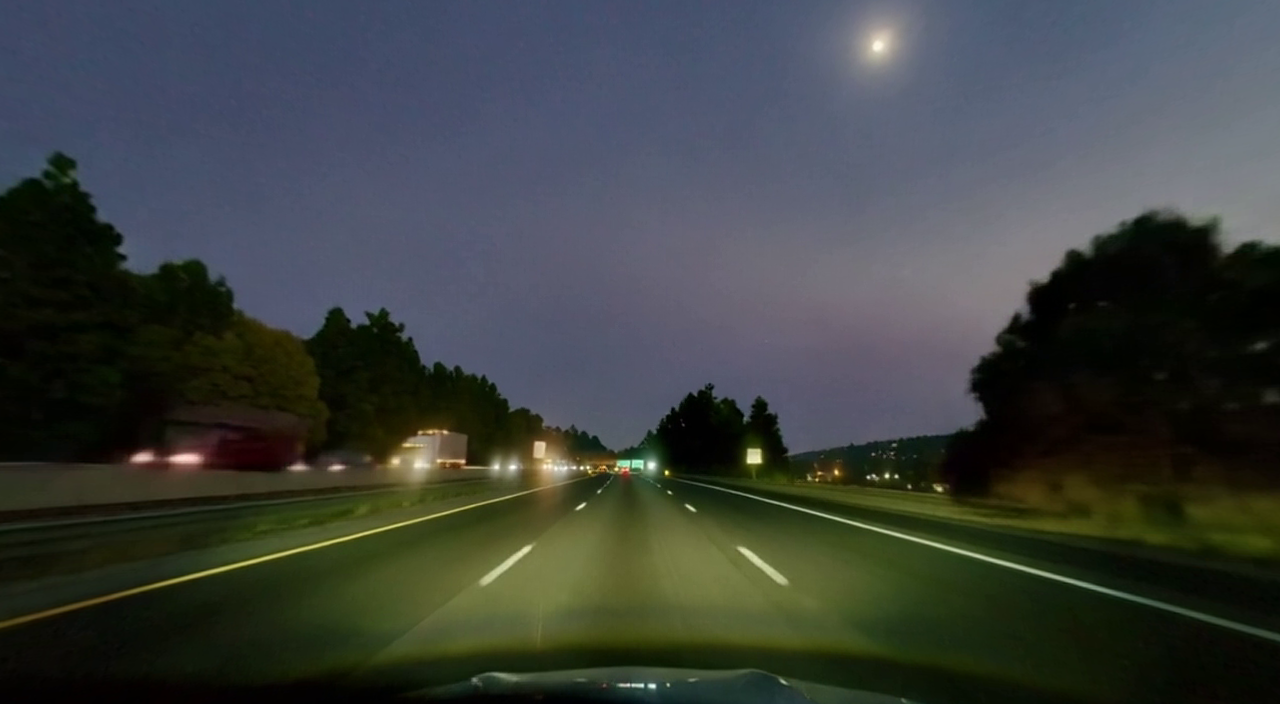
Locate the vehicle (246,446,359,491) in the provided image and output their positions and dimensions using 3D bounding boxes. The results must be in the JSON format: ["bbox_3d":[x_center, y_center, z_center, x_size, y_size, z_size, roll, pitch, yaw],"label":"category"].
[{"bbox_3d":[-12.261,4.284,23.259,1.845,1.456,4.333,1,-10,-1],"label":"vehicle"}]

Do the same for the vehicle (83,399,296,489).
[{"bbox_3d":[-16.557,3.634,24.057,2.610,2.836,7.407,1,-10,-1],"label":"vehicle"}]
